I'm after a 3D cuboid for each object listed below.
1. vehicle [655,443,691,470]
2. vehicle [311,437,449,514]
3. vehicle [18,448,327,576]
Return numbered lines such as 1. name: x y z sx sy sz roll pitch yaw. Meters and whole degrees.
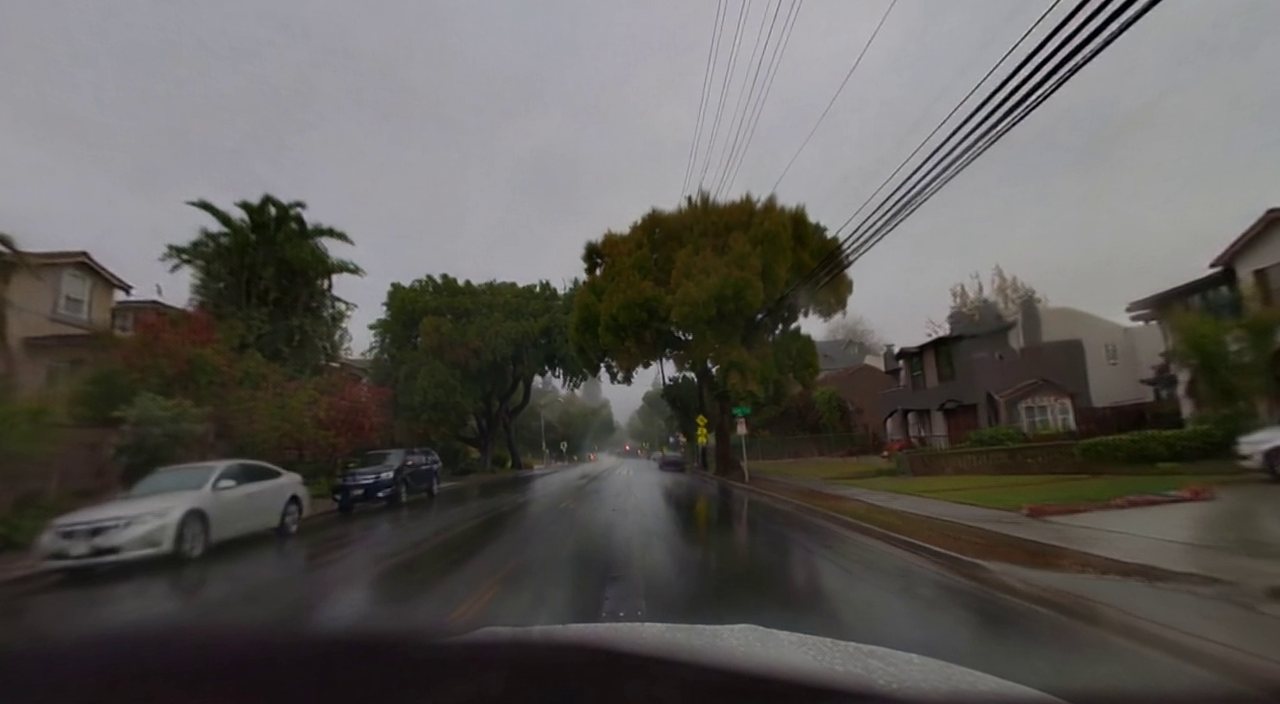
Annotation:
1. vehicle: 2.187 6.969 42.436 1.971 1.710 4.210 0 -9 -3
2. vehicle: -7.276 3.490 18.266 2.135 1.787 4.452 -4 -9 0
3. vehicle: -7.110 2.407 10.280 2.041 1.587 3.920 -2 -9 -1
